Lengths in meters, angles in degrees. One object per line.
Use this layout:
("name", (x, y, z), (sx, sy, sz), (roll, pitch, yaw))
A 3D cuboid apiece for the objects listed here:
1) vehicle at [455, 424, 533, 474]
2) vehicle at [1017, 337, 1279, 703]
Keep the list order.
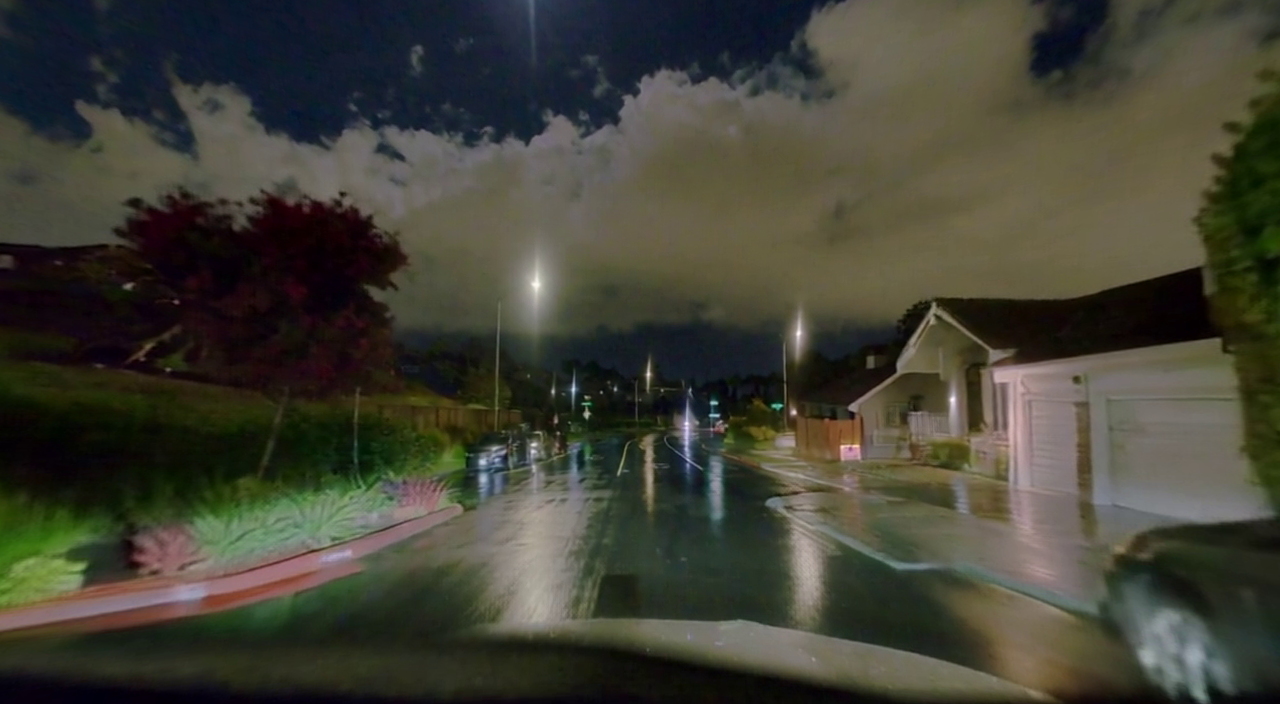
("vehicle", (-5.663, 3.800, 25.024), (2.147, 1.780, 4.165), (0, -8, -1))
("vehicle", (3.302, 0.642, 1.270), (2.073, 1.619, 4.574), (0, -8, -3))
